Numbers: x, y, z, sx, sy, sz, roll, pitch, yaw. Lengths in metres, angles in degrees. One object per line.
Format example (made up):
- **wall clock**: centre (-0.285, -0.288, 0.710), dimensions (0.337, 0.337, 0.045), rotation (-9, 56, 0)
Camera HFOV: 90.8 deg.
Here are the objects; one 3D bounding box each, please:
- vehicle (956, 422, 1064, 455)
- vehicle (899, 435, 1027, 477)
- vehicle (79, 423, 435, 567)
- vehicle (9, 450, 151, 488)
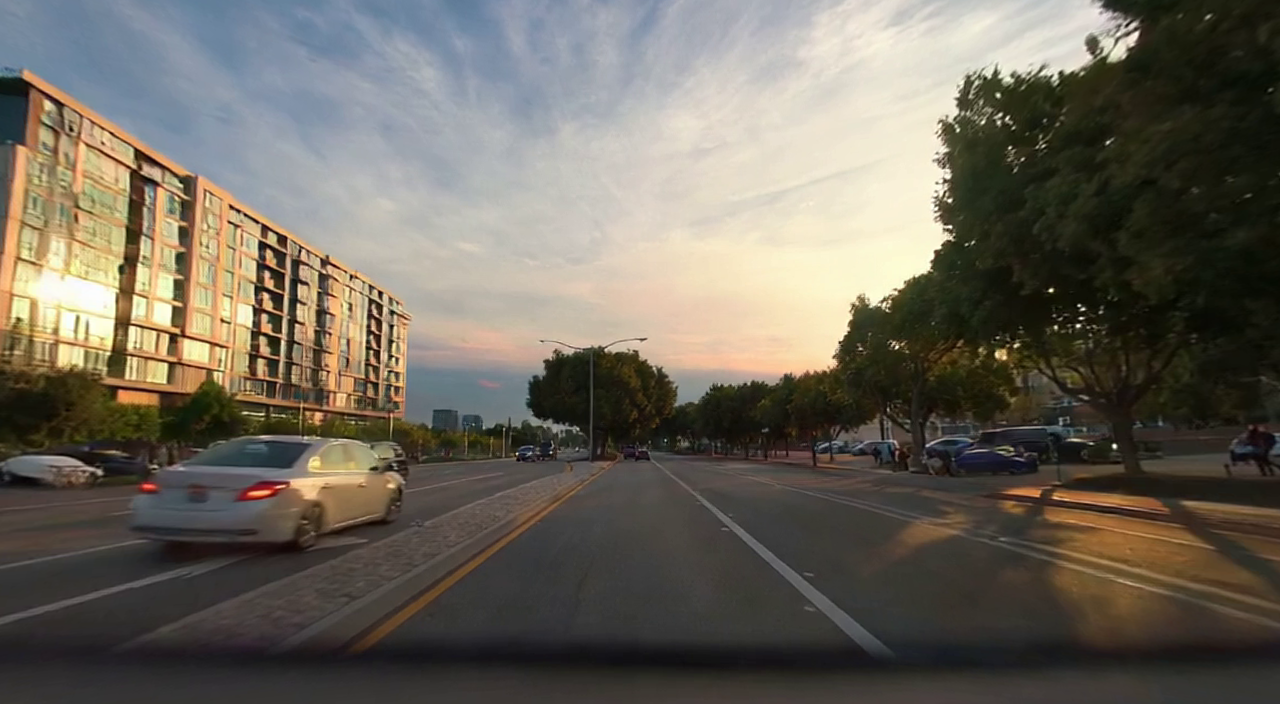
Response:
- **vehicle**: centre (22.174, 5.256, 38.052), dimensions (2.308, 1.856, 4.987), rotation (7, -11, -39)
- **vehicle**: centre (14.973, 4.821, 29.445), dimensions (4.761, 1.832, 2.201), rotation (1, -9, -7)
- **vehicle**: centre (-5.108, 1.988, 9.762), dimensions (2.140, 1.559, 5.549), rotation (0, -9, -1)
- **vehicle**: centre (-24.368, 5.073, 27.628), dimensions (4.252, 1.576, 1.998), rotation (0, -9, 0)
